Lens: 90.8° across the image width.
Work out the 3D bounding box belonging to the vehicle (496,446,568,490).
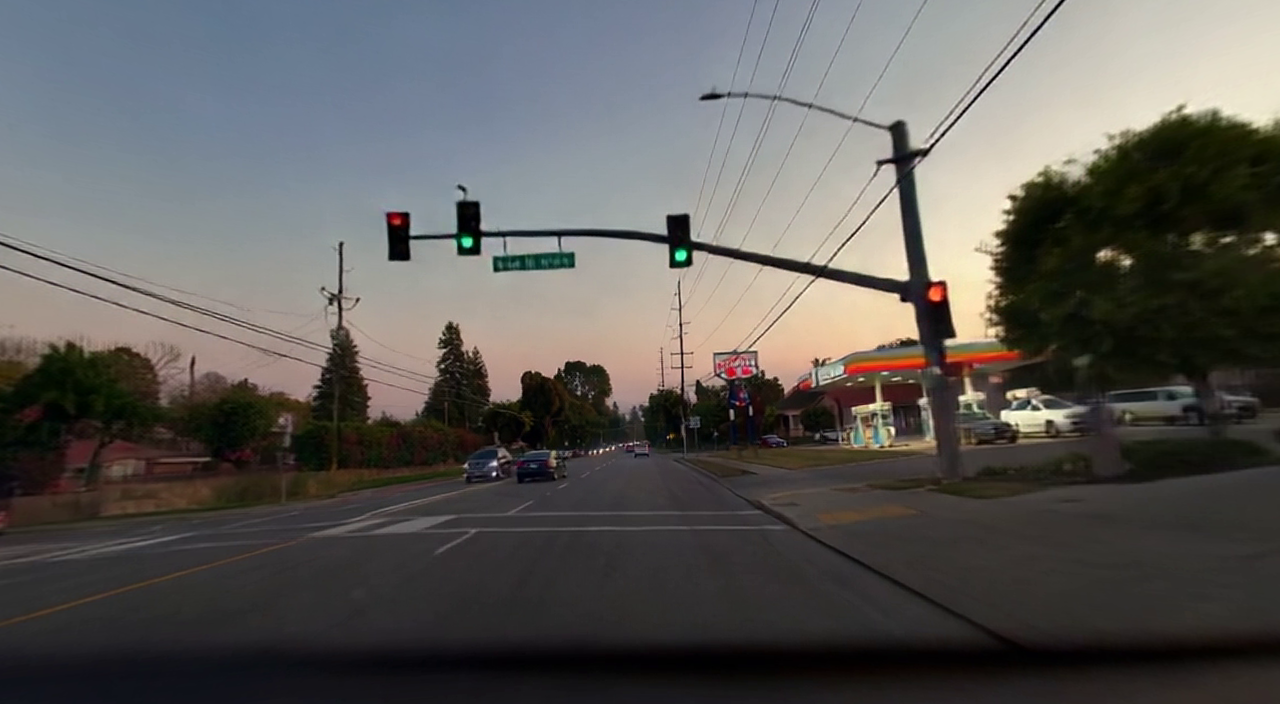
[{"bbox_3d":[-3.943,4.310,23.872,1.943,1.455,4.414,0,-8,0],"label":"vehicle"}]

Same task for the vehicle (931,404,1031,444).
[{"bbox_3d":[14.359,3.113,26.880,1.835,1.549,4.178,0,-8,-1],"label":"vehicle"}]

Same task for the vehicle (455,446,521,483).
[{"bbox_3d":[-9.012,6.705,38.024,2.256,1.772,5.738,-7,-9,2],"label":"vehicle"}]

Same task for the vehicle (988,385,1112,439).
[{"bbox_3d":[17.431,2.669,27.201,2.014,2.048,4.717,0,-8,-2],"label":"vehicle"}]
